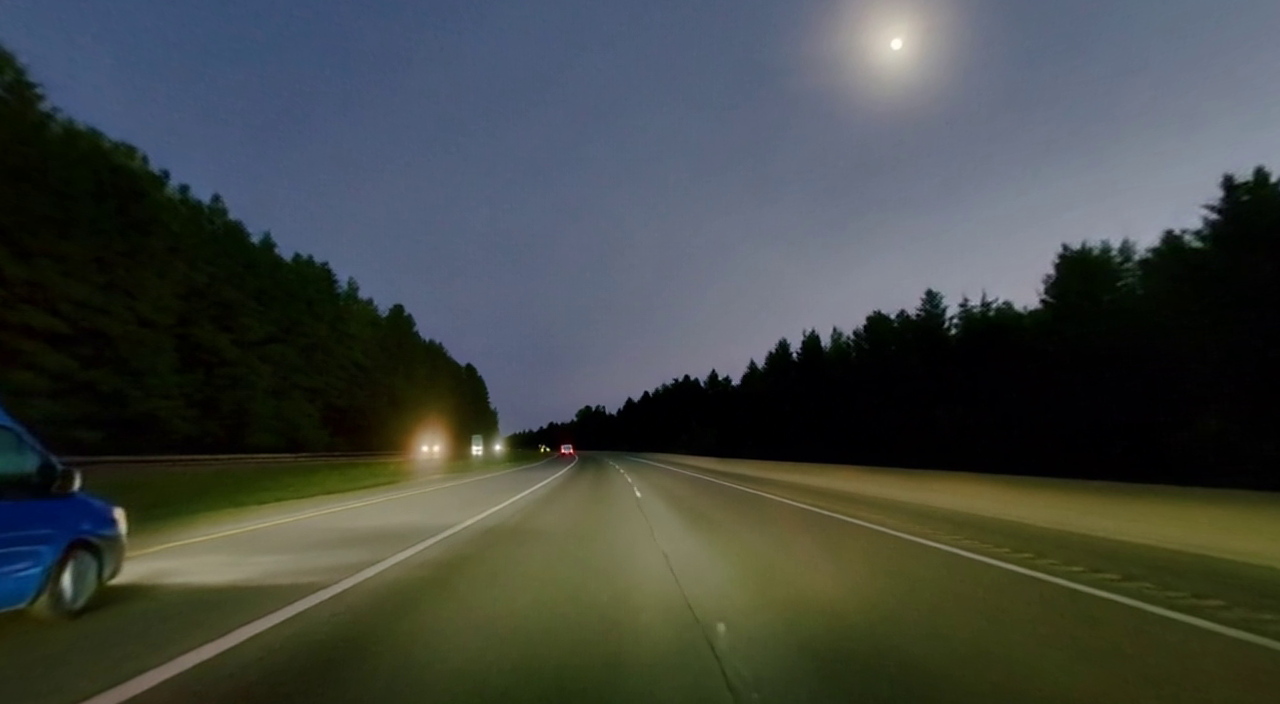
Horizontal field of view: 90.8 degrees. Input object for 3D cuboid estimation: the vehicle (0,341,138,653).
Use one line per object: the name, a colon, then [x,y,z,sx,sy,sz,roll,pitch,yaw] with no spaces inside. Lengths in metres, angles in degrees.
vehicle: [-5.297,0.738,2.750,2.197,2.038,4.919,0,-9,-2]
